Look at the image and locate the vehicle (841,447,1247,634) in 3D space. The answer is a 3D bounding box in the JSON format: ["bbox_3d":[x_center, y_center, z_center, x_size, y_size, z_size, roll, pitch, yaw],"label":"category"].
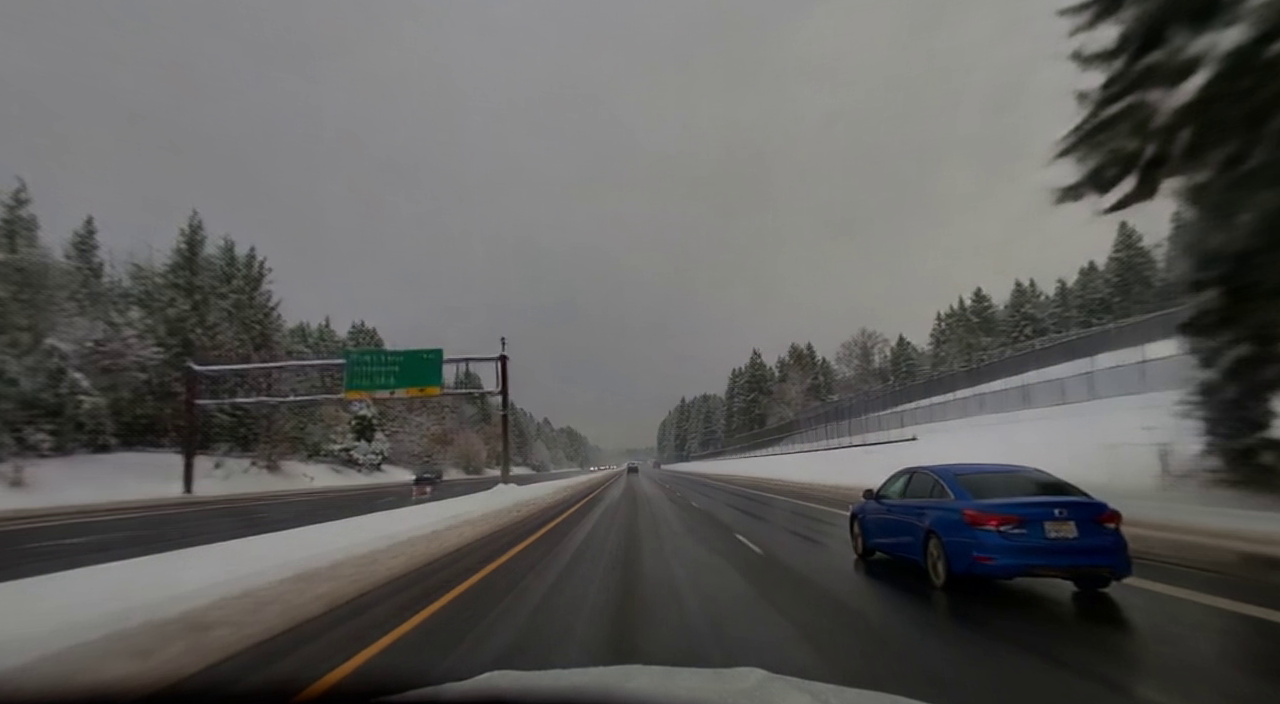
[{"bbox_3d":[3.981,1.932,7.264,1.938,1.494,4.032,1,-11,-1],"label":"vehicle"}]

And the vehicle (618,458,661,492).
[{"bbox_3d":[-0.043,6.371,32.630,2.037,1.605,3.833,1,-11,-1],"label":"vehicle"}]
